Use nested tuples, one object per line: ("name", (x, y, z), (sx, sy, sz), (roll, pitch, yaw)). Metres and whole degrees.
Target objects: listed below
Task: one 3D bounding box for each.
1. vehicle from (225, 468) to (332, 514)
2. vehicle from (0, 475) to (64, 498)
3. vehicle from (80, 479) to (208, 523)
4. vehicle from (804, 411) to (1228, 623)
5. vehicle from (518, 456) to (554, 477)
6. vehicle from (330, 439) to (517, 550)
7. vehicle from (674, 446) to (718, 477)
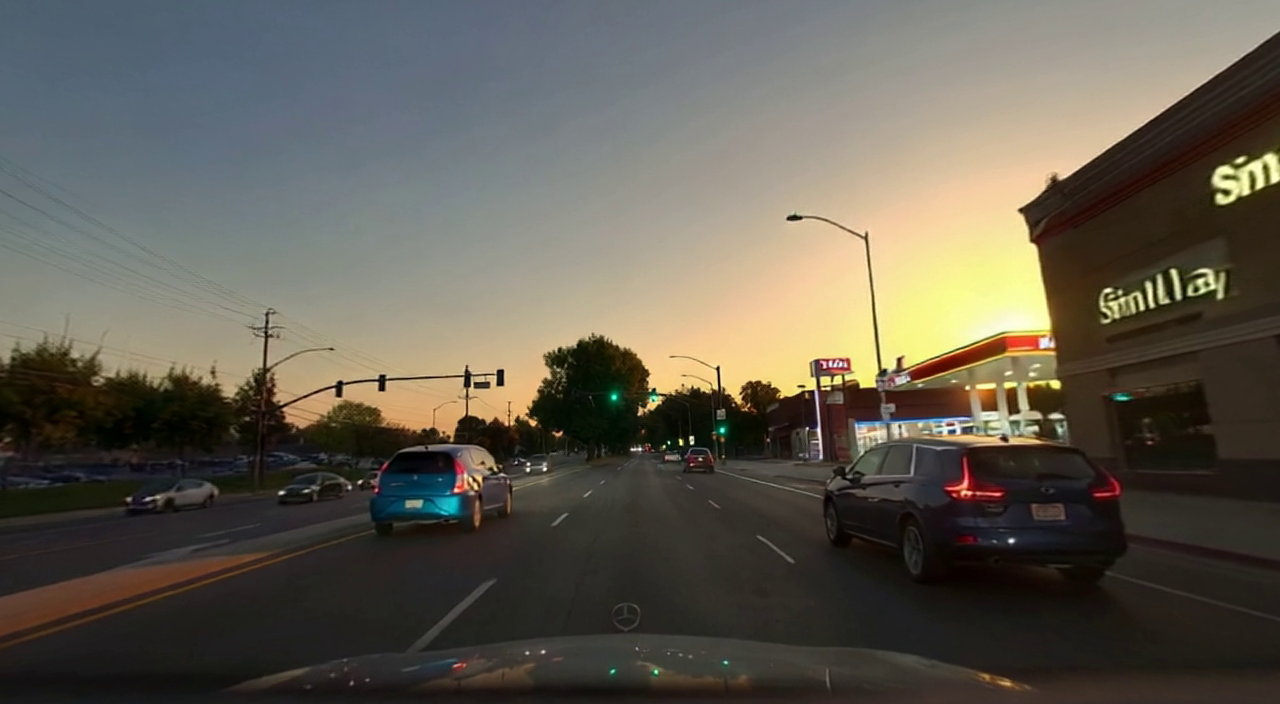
("vehicle", (-14.195, 5.454, 25.107), (1.851, 1.540, 4.025), (-1, -9, 1))
("vehicle", (-47.935, 10.339, 48.722), (4.703, 1.655, 2.148), (0, -10, -1))
("vehicle", (-21.255, 6.370, 27.371), (1.852, 1.484, 4.507), (-1, -9, 0))
("vehicle", (3.582, 1.653, 7.327), (2.085, 1.655, 4.459), (0, -9, -1))
("vehicle", (-8.066, 8.898, 49.349), (2.056, 1.519, 4.383), (-1, -9, 1))
("vehicle", (-3.616, 2.431, 11.455), (1.935, 1.617, 4.045), (-1, -9, 0))
("vehicle", (3.268, 6.525, 37.848), (2.066, 1.699, 4.419), (0, -9, -2))
